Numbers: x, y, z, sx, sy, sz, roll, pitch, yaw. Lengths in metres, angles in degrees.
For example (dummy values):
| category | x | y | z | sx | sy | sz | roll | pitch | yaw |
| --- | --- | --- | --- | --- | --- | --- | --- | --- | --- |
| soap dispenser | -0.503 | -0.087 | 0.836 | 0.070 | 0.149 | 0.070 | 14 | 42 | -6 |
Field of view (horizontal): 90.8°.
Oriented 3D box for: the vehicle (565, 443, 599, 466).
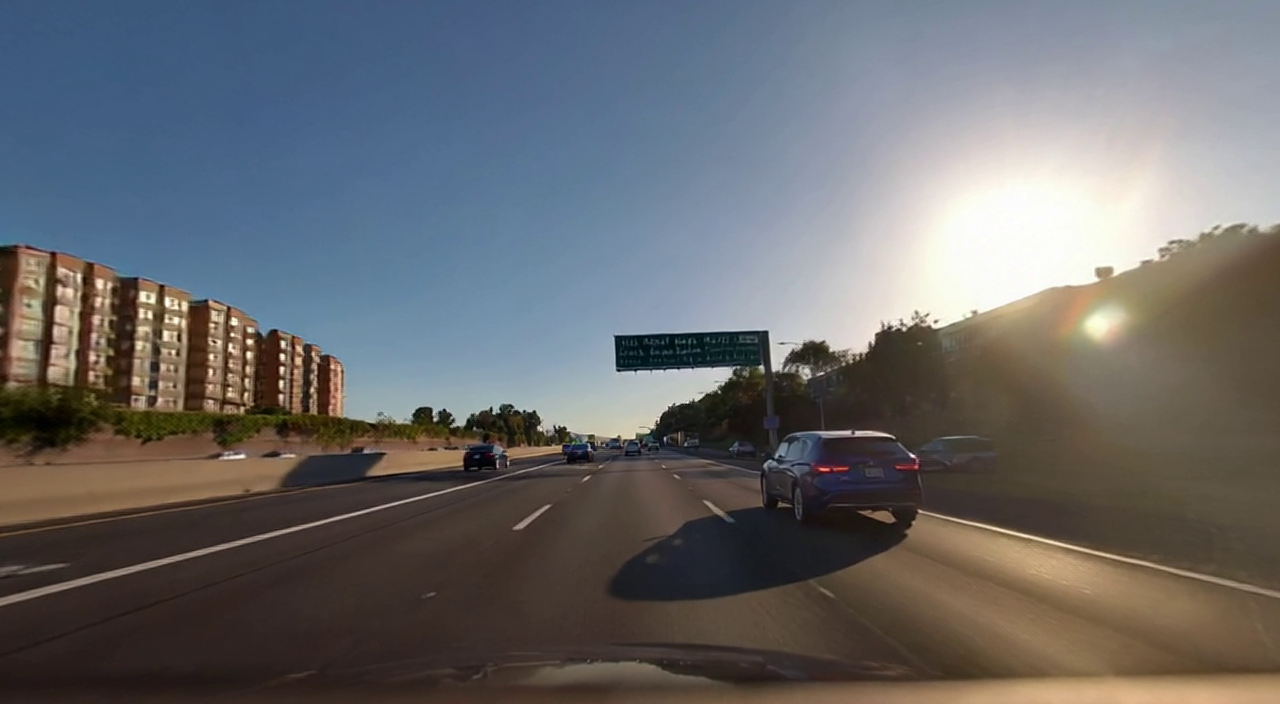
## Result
| category | x | y | z | sx | sy | sz | roll | pitch | yaw |
| --- | --- | --- | --- | --- | --- | --- | --- | --- | --- |
| vehicle | -3.896 | 6.977 | 43.150 | 2.002 | 1.466 | 4.378 | 0 | -9 | -1 |

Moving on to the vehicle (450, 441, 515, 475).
| category | x | y | z | sx | sy | sz | roll | pitch | yaw |
| --- | --- | --- | --- | --- | --- | --- | --- | --- | --- |
| vehicle | -7.586 | 5.144 | 30.904 | 2.021 | 1.496 | 4.495 | 0 | -9 | 0 |

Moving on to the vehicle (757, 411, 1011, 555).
| category | x | y | z | sx | sy | sz | roll | pitch | yaw |
| --- | --- | --- | --- | --- | --- | --- | --- | --- | --- |
| vehicle | 3.311 | 1.885 | 9.711 | 2.080 | 1.694 | 4.286 | 0 | -9 | -1 |
